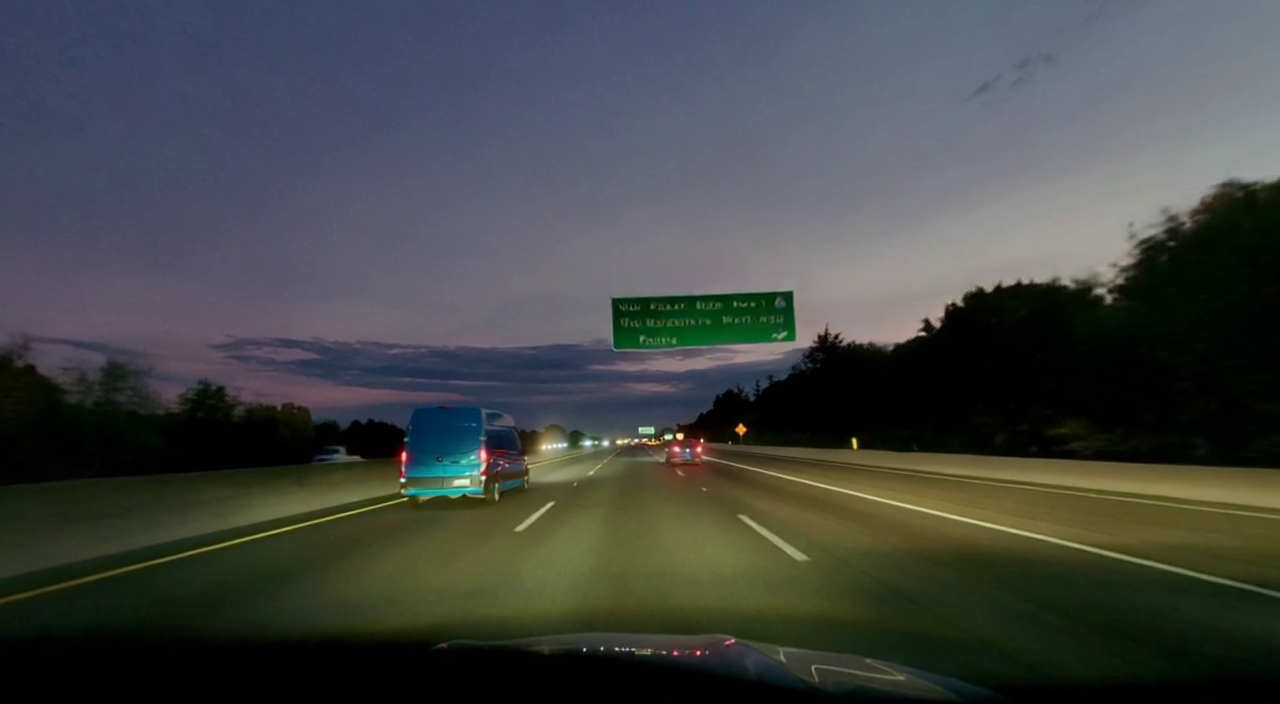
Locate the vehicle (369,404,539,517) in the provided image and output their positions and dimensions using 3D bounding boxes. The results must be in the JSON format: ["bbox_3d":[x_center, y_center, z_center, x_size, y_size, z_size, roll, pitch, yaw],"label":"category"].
[{"bbox_3d":[-3.790,2.313,14.060,2.275,2.053,5.082,0,-8,-1],"label":"vehicle"}]

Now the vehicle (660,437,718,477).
[{"bbox_3d":[1.878,4.175,25.374,2.020,1.464,3.803,0,-8,0],"label":"vehicle"}]
